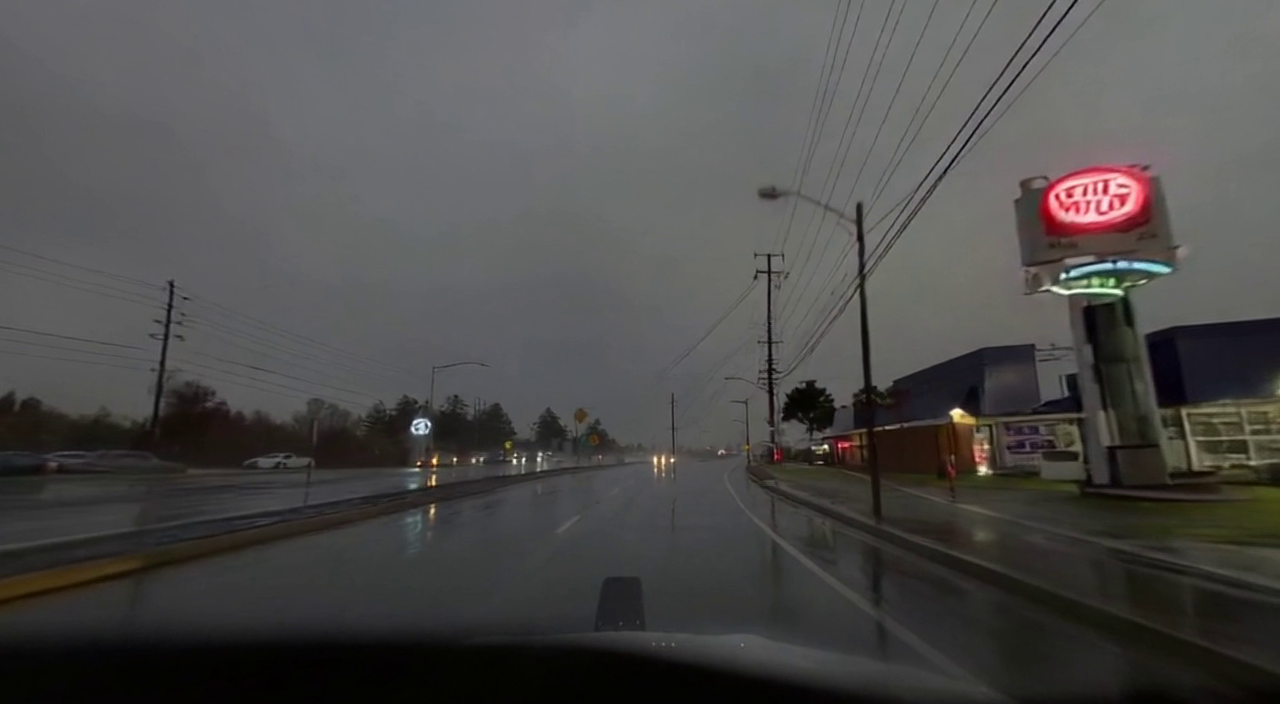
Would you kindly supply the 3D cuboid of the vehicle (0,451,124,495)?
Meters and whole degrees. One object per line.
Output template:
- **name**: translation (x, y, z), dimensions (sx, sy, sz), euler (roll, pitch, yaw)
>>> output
- **vehicle**: translation (-22.649, 4.632, 24.415), dimensions (4.147, 1.562, 1.805), euler (-2, -9, 13)

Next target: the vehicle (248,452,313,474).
- **vehicle**: translation (-28.380, 8.774, 49.737), dimensions (4.288, 1.617, 1.916), euler (-2, -9, 16)
